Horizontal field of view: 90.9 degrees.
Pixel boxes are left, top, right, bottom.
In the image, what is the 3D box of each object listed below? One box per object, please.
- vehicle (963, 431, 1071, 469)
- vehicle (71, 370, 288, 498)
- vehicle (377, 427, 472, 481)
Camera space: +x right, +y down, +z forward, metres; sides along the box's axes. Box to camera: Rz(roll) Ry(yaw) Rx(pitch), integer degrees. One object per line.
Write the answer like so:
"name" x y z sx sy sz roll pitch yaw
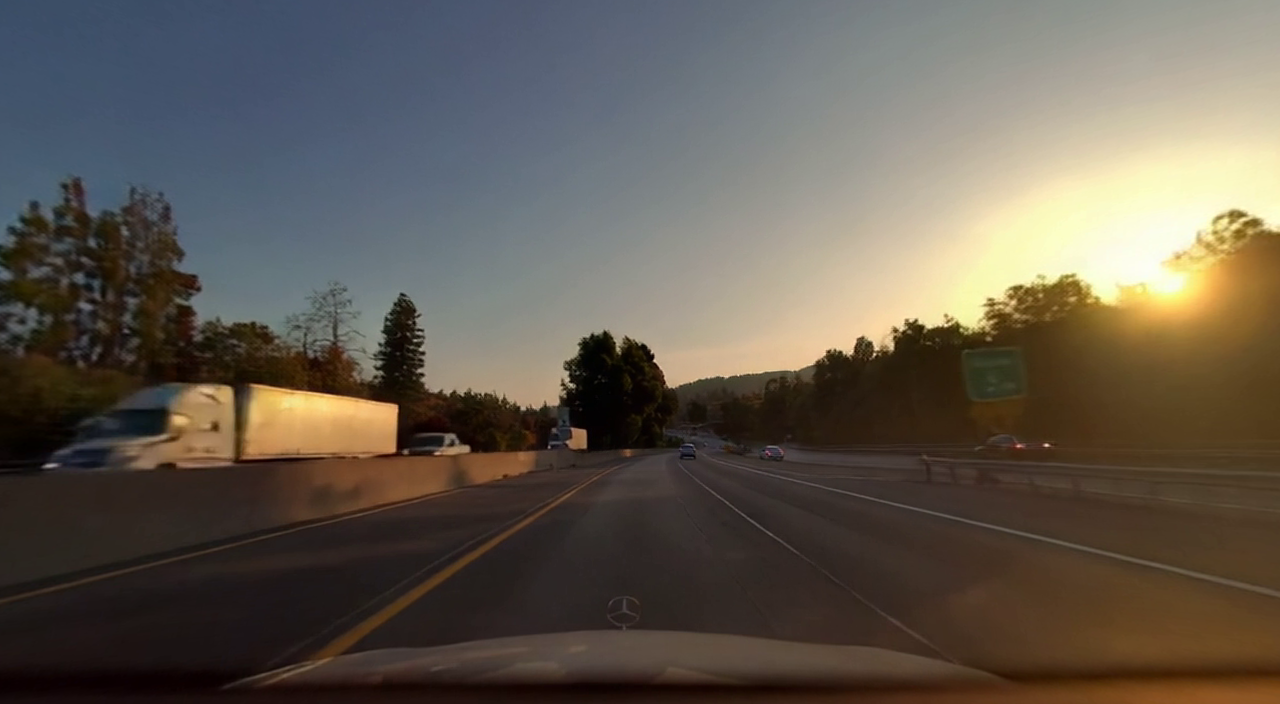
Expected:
"vehicle" 18.770 4.922 31.628 2.061 1.776 4.476 2 -9 -11
"vehicle" -16.052 3.001 22.690 3.020 3.974 5.799 -1 -9 3
"vehicle" -10.956 5.270 32.756 2.432 2.513 6.181 -1 -9 3
